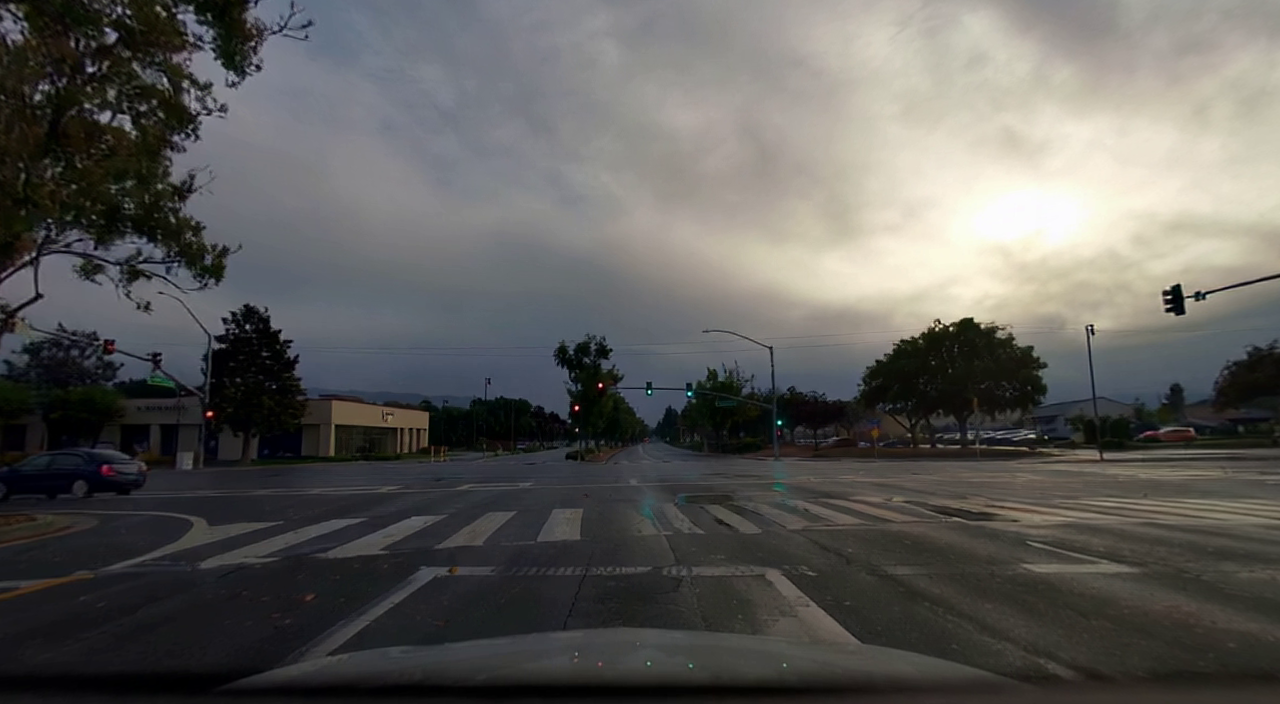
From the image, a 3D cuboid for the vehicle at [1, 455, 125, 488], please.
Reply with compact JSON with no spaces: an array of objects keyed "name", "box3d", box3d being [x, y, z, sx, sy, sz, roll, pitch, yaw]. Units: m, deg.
[{"name":"vehicle","box3d":[-27.007,5.549,29.627,4.325,1.425,2.045,-2,-9,12]}]
